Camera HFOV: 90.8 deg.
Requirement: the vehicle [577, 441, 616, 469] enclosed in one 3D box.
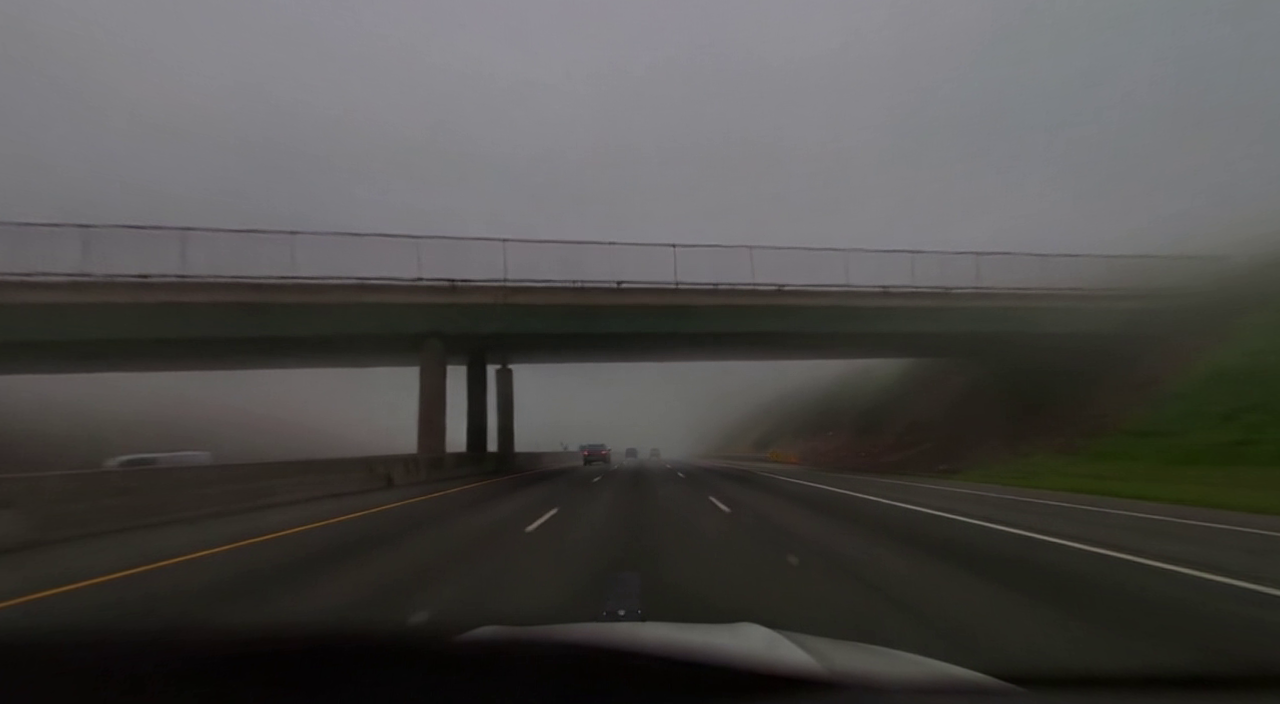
[{"bbox_3d":[-2.912,7.004,42.988,2.181,1.730,4.517,-1,-9,2],"label":"vehicle"}]
